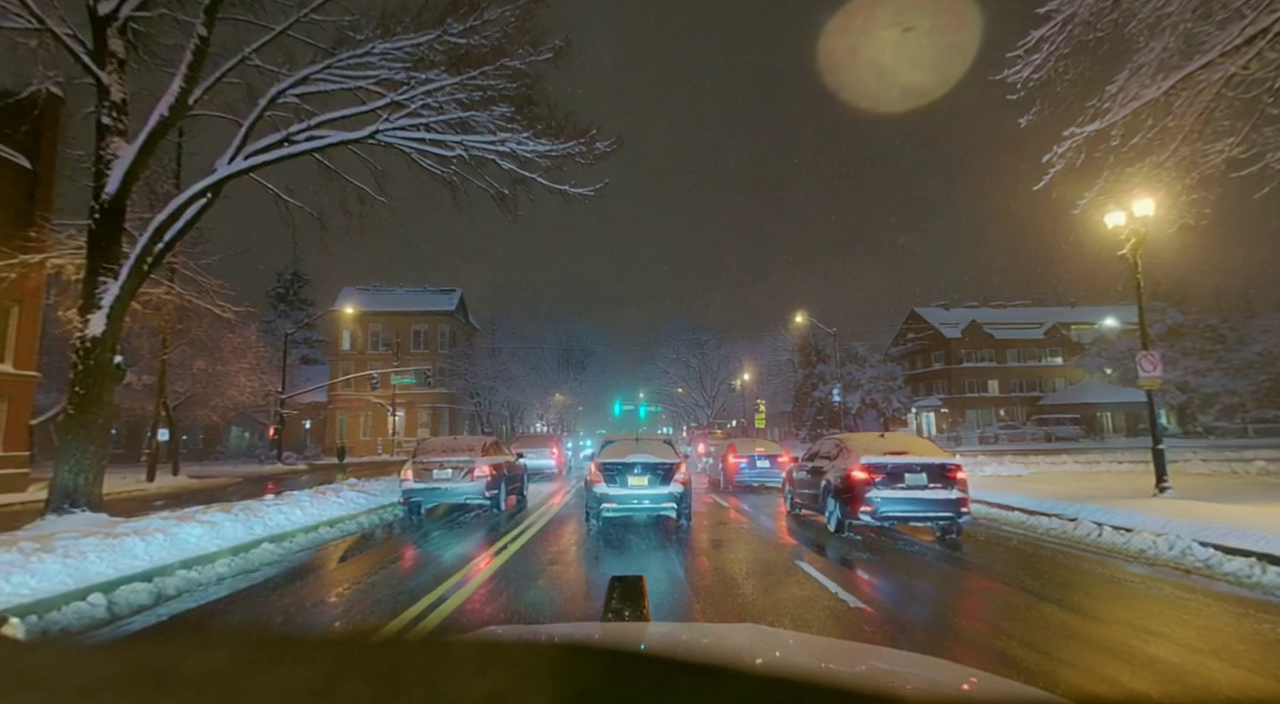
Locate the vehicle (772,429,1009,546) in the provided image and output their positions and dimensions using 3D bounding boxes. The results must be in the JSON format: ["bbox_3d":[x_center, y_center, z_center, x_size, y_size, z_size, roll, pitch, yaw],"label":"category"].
[{"bbox_3d":[3.739,2.094,10.483,1.990,1.486,4.431,0,-8,-2],"label":"vehicle"}]

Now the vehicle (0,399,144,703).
[{"bbox_3d":[-3.361,0.686,0.676,2.038,1.481,4.379,0,-8,1],"label":"vehicle"}]

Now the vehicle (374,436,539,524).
[{"bbox_3d":[-3.429,2.461,12.713,2.002,1.465,4.098,0,-8,1],"label":"vehicle"}]

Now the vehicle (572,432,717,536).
[{"bbox_3d":[0.010,2.215,11.202,2.101,1.480,3.929,0,-8,-2],"label":"vehicle"}]

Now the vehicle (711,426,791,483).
[{"bbox_3d":[4.199,3.994,24.800,2.142,1.957,5.443,0,-8,0],"label":"vehicle"}]
